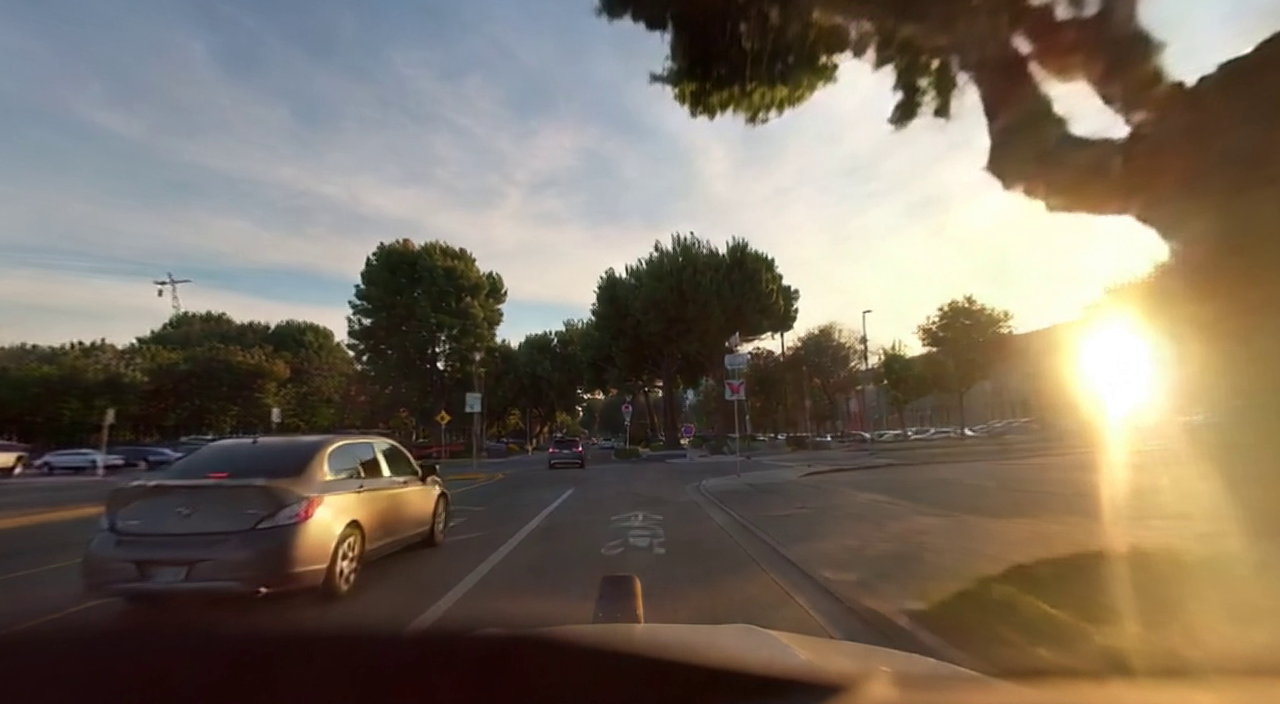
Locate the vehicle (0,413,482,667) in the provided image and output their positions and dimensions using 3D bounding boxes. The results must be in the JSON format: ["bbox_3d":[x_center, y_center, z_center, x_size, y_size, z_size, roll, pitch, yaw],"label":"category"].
[{"bbox_3d":[-3.023,1.412,5.956,1.853,1.478,4.381,0,-8,1],"label":"vehicle"}]

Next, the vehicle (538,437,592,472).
[{"bbox_3d":[-3.229,4.481,27.840,1.962,1.424,4.289,0,-8,-1],"label":"vehicle"}]
